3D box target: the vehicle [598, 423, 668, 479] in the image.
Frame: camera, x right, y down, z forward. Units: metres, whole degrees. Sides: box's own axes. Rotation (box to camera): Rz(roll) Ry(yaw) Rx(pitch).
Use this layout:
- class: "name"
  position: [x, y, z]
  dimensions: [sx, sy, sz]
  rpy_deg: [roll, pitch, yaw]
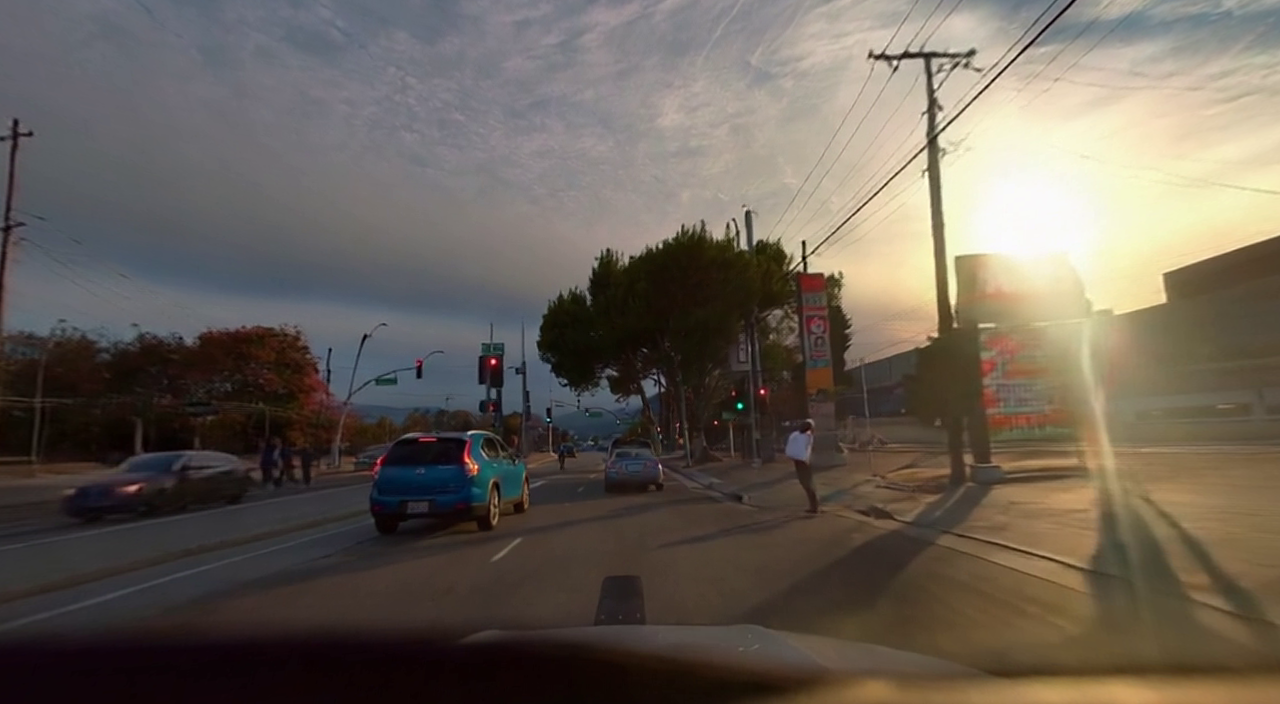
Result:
- class: "vehicle"
  position: [-0.355, 4.040, 25.759]
  dimensions: [2.552, 1.999, 5.498]
  rpy_deg: [0, -9, -2]

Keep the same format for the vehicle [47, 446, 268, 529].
- class: "vehicle"
  position: [-11.524, 3.215, 15.611]
  dimensions: [1.966, 1.600, 4.746]
  rpy_deg: [-3, -9, -3]

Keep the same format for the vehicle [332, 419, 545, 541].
- class: "vehicle"
  position: [-3.295, 2.229, 11.618]
  dimensions: [2.247, 1.734, 4.919]
  rpy_deg: [0, -9, 1]
